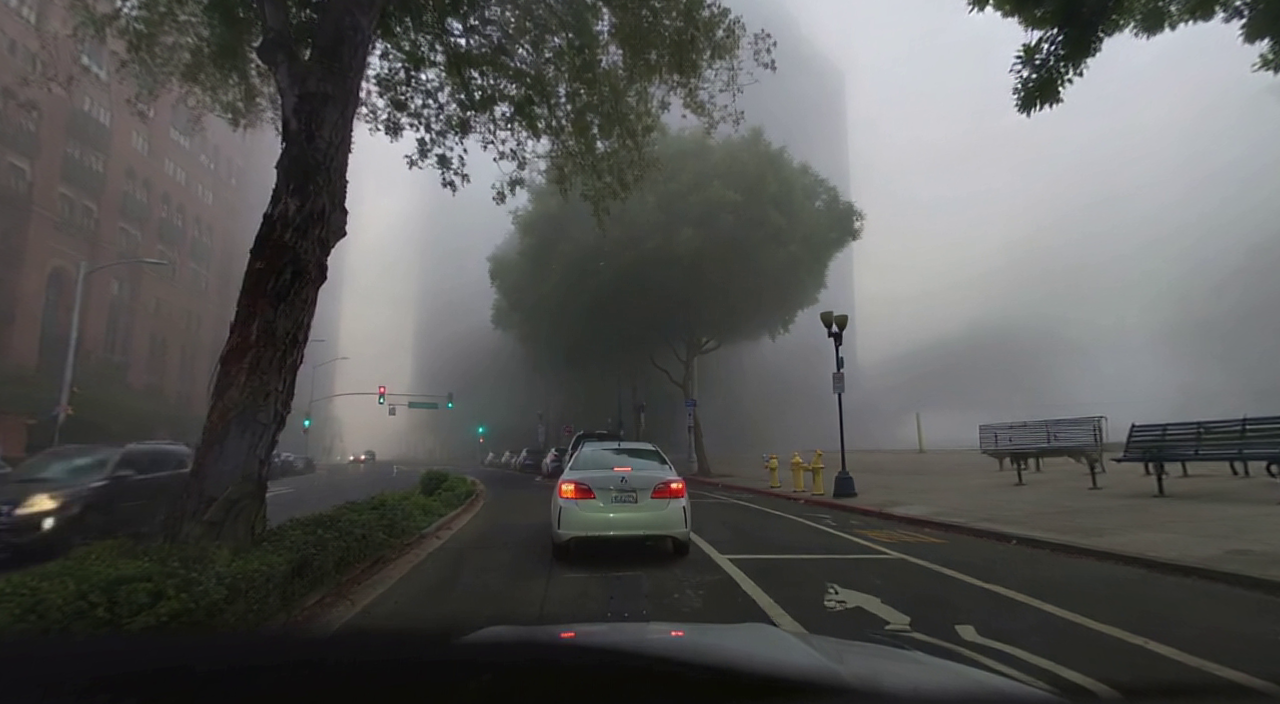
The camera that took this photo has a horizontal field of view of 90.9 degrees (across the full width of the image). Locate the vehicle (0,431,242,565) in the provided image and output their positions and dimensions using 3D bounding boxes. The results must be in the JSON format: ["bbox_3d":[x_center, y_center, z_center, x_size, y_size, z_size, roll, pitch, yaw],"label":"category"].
[{"bbox_3d":[-8.913,2.213,10.359,2.179,1.698,4.549,1,-8,-7],"label":"vehicle"}]

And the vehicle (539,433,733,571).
[{"bbox_3d":[-0.233,1.942,9.019,2.142,1.475,4.051,1,-8,-6],"label":"vehicle"}]
